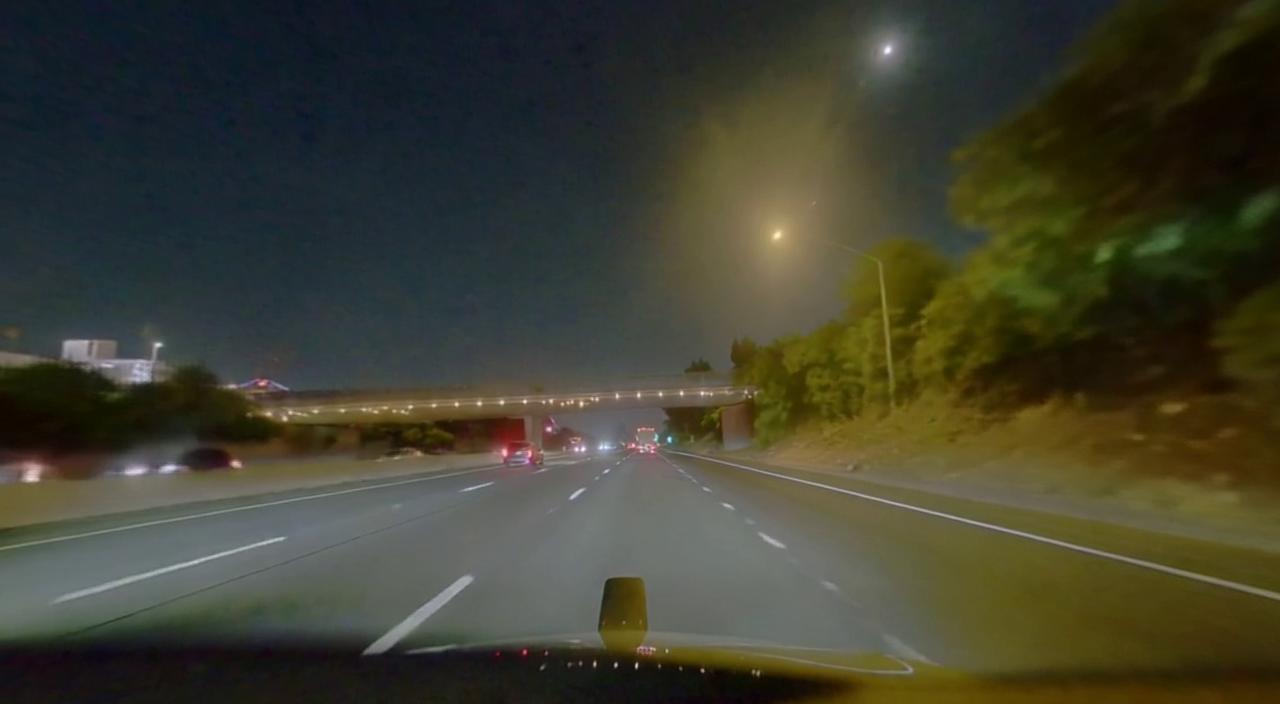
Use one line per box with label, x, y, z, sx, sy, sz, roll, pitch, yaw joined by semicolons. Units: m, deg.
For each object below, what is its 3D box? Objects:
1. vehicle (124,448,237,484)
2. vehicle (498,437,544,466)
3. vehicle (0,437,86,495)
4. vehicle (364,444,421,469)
vehicle;-23.742;5.879;32.903;2.050;1.656;5.131;0;-8;-1
vehicle;-7.255;6.114;38.879;1.981;1.685;4.171;0;-8;1
vehicle;-27.828;4.985;28.021;2.482;2.376;4.101;0;-8;1
vehicle;-16.276;6.841;41.680;1.892;1.523;4.514;0;-8;1
